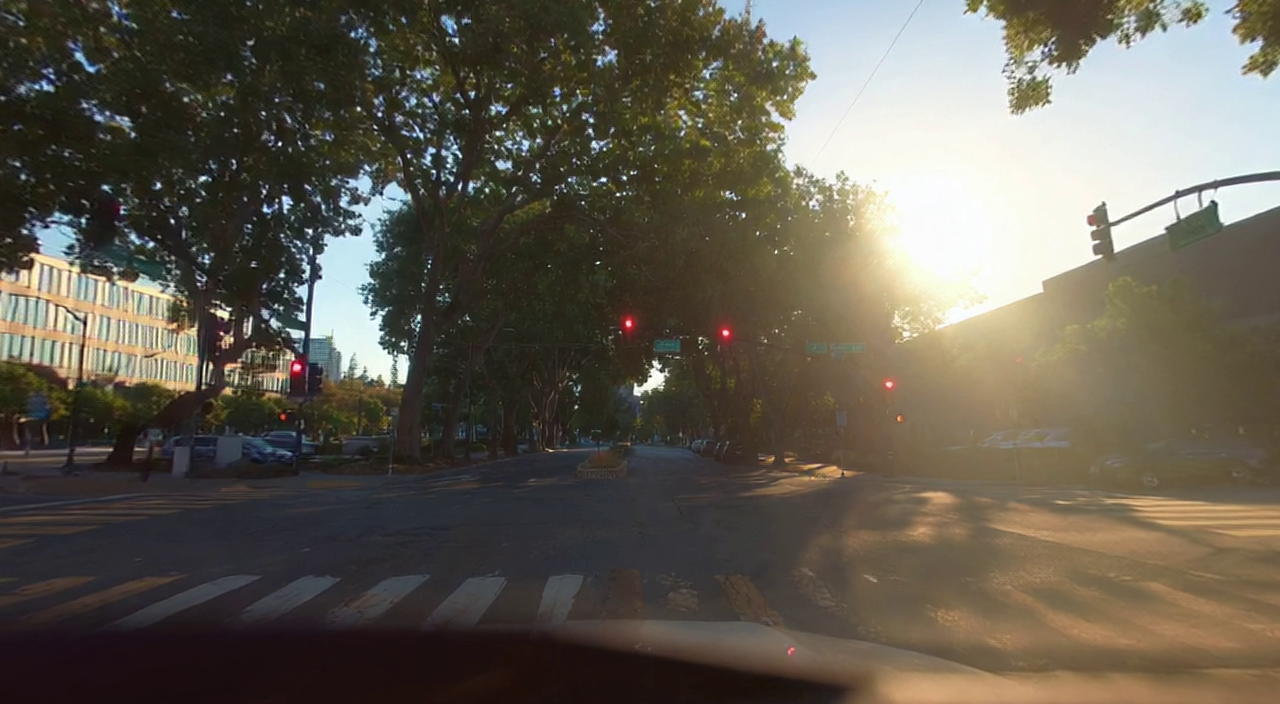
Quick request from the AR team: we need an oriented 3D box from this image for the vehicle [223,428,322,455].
[{"bbox_3d":[-22.411,5.508,38.709,4.765,1.593,1.891,1,-9,-8],"label":"vehicle"}]
